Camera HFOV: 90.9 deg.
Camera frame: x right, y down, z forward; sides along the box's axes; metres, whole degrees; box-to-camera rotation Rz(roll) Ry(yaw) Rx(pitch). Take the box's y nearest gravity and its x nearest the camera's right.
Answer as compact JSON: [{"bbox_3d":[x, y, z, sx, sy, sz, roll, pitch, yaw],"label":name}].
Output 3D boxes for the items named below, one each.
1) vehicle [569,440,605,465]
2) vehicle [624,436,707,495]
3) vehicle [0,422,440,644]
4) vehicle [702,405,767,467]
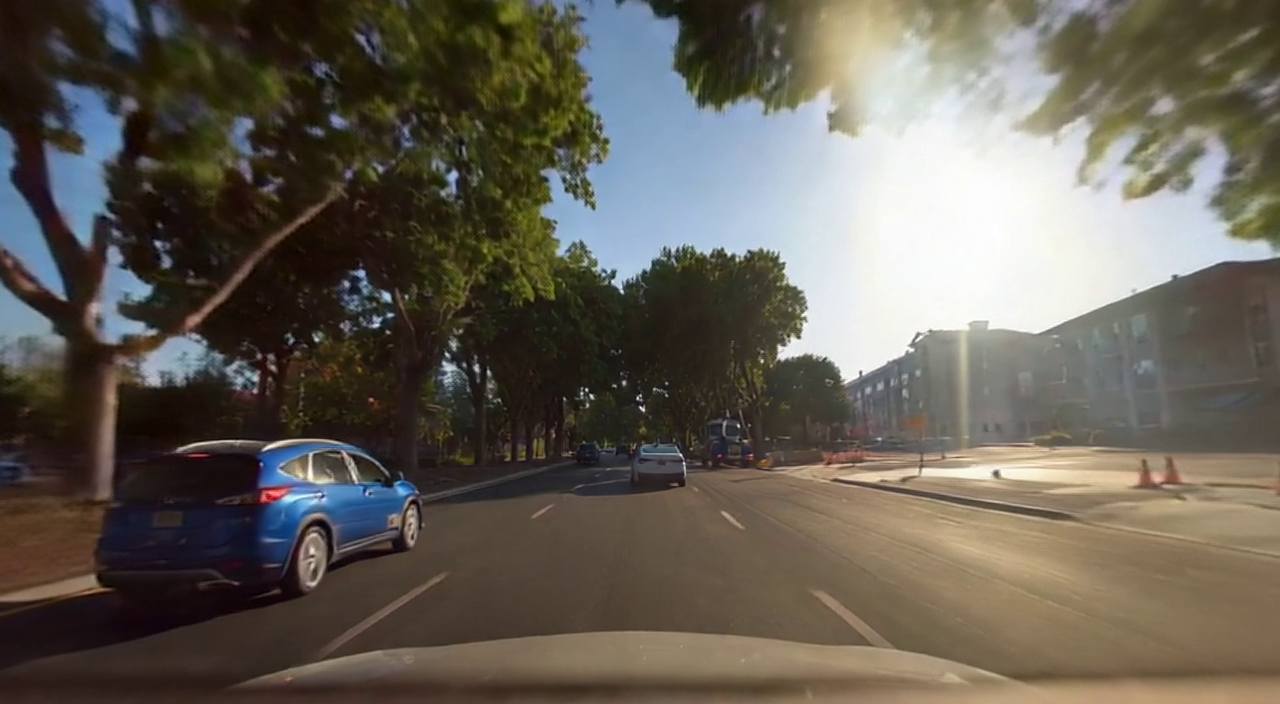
[{"bbox_3d":[-3.640,7.044,44.133,2.062,1.641,4.193,0,-8,1],"label":"vehicle"},{"bbox_3d":[0.629,3.182,18.044,2.086,1.466,4.026,0,-8,-1],"label":"vehicle"},{"bbox_3d":[-3.975,1.599,6.790,2.003,1.507,4.808,0,-8,1],"label":"vehicle"},{"bbox_3d":[6.132,5.777,42.863,2.867,3.600,11.047,-1,-8,1],"label":"vehicle"}]
